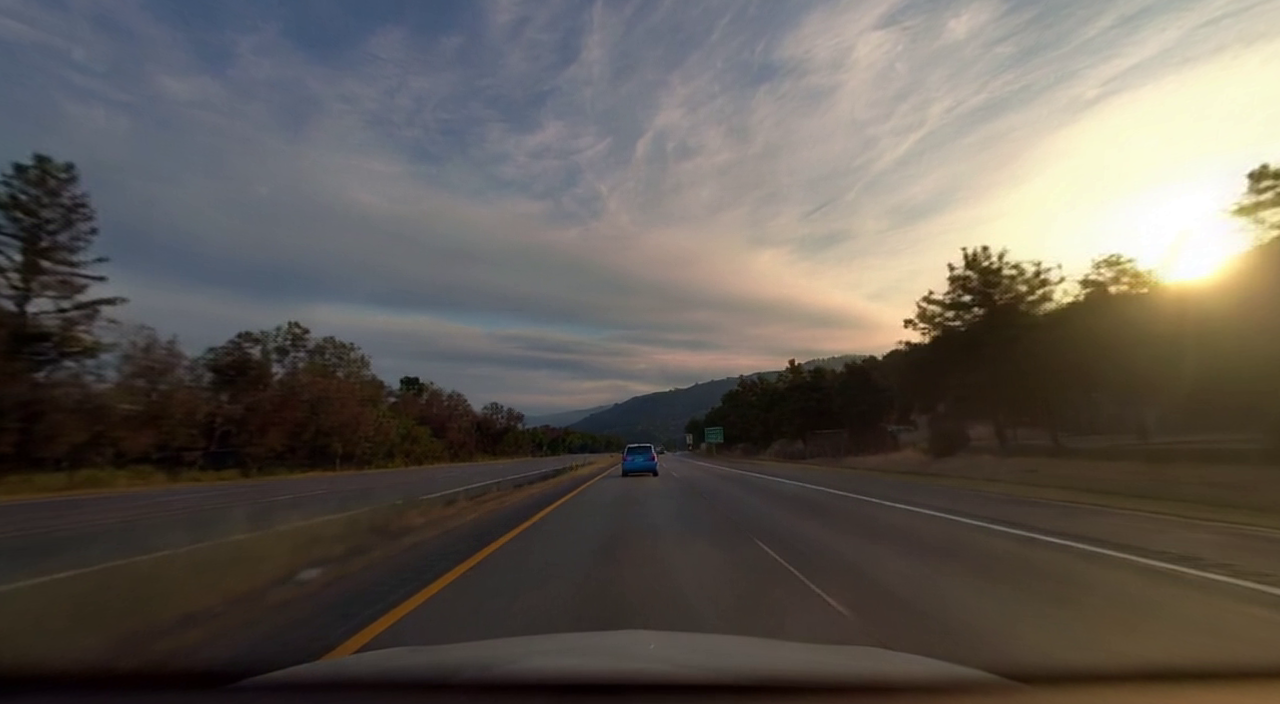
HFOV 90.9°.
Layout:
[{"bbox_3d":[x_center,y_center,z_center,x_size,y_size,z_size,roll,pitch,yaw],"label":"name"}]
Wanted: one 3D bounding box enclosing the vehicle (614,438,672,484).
[{"bbox_3d":[0.139,4.498,26.119,2.190,1.706,4.062,-1,-9,1],"label":"vehicle"}]
